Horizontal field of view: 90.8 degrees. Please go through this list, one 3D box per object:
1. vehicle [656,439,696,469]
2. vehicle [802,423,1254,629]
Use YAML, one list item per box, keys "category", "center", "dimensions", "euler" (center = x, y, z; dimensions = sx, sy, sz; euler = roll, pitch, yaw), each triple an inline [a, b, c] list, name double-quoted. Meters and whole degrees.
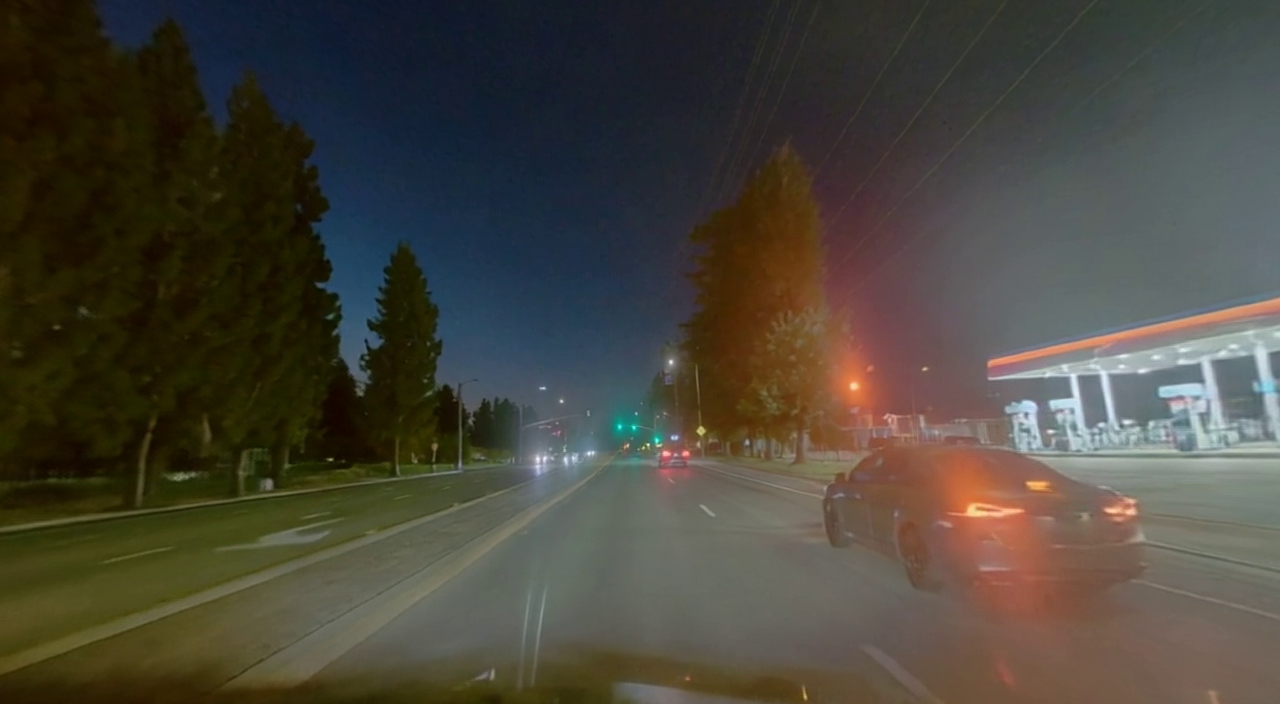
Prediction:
- category: "vehicle"
  center: [2.273, 6.694, 41.541]
  dimensions: [2.115, 1.840, 4.777]
  euler: [0, -9, -3]
- category: "vehicle"
  center: [3.416, 1.597, 6.841]
  dimensions: [2.061, 1.475, 4.296]
  euler: [0, -9, -2]
